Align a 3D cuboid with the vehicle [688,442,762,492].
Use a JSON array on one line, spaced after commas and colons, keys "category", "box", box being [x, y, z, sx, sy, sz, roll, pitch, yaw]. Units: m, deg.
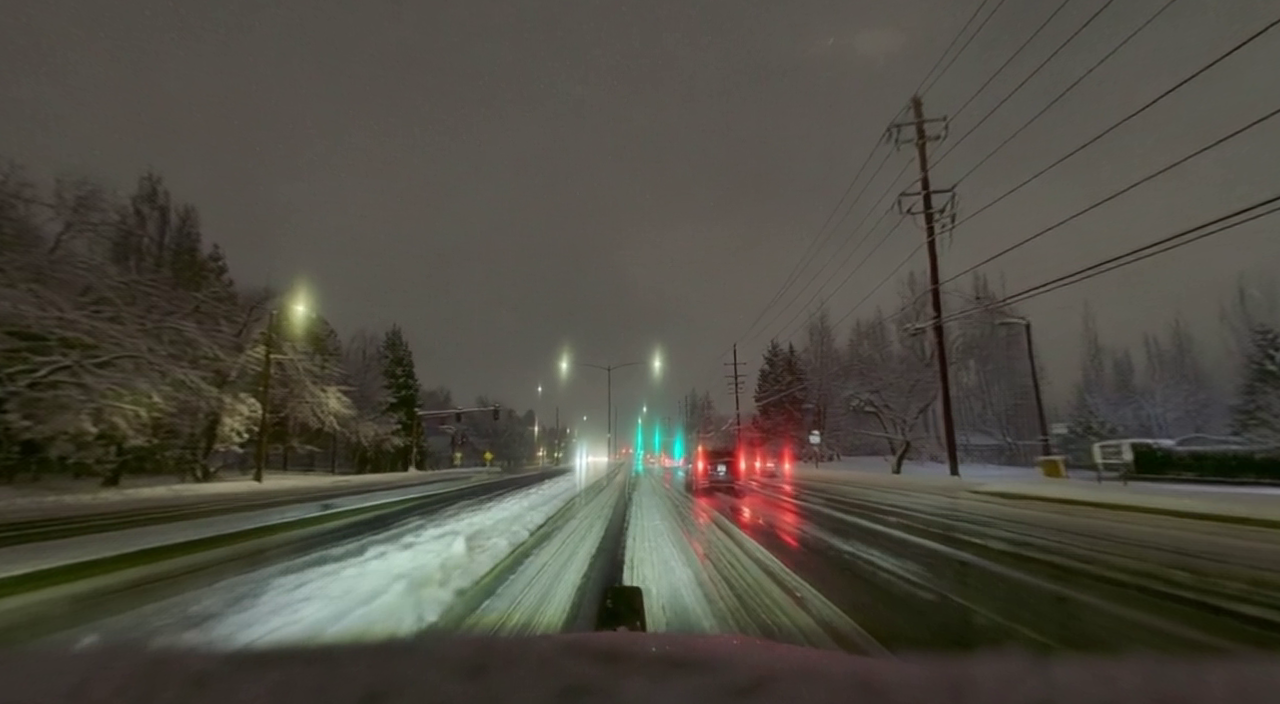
[{"category": "vehicle", "box": [3.029, 4.216, 23.415, 2.078, 1.668, 4.078, 0, -9, -1]}]
